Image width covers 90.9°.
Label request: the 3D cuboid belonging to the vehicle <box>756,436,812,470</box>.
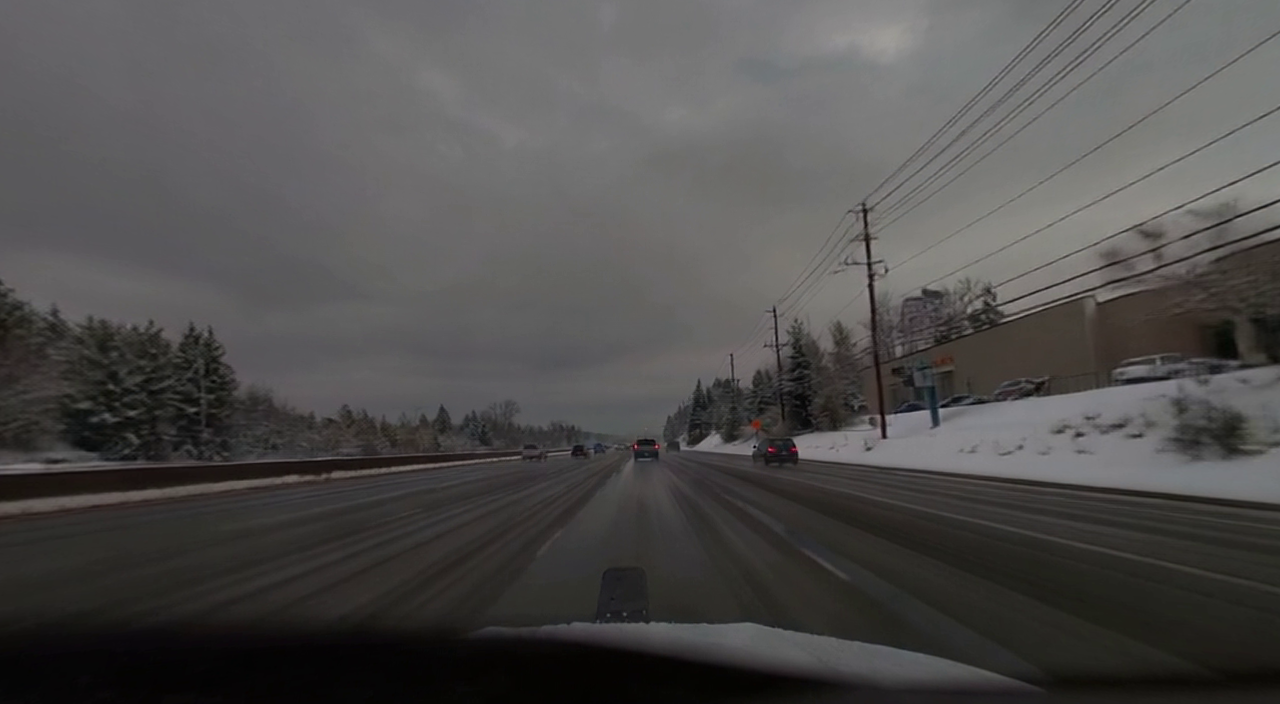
[{"bbox_3d":[7.624,5.397,33.784,1.937,1.698,4.322,0,-8,-1],"label":"vehicle"}]
